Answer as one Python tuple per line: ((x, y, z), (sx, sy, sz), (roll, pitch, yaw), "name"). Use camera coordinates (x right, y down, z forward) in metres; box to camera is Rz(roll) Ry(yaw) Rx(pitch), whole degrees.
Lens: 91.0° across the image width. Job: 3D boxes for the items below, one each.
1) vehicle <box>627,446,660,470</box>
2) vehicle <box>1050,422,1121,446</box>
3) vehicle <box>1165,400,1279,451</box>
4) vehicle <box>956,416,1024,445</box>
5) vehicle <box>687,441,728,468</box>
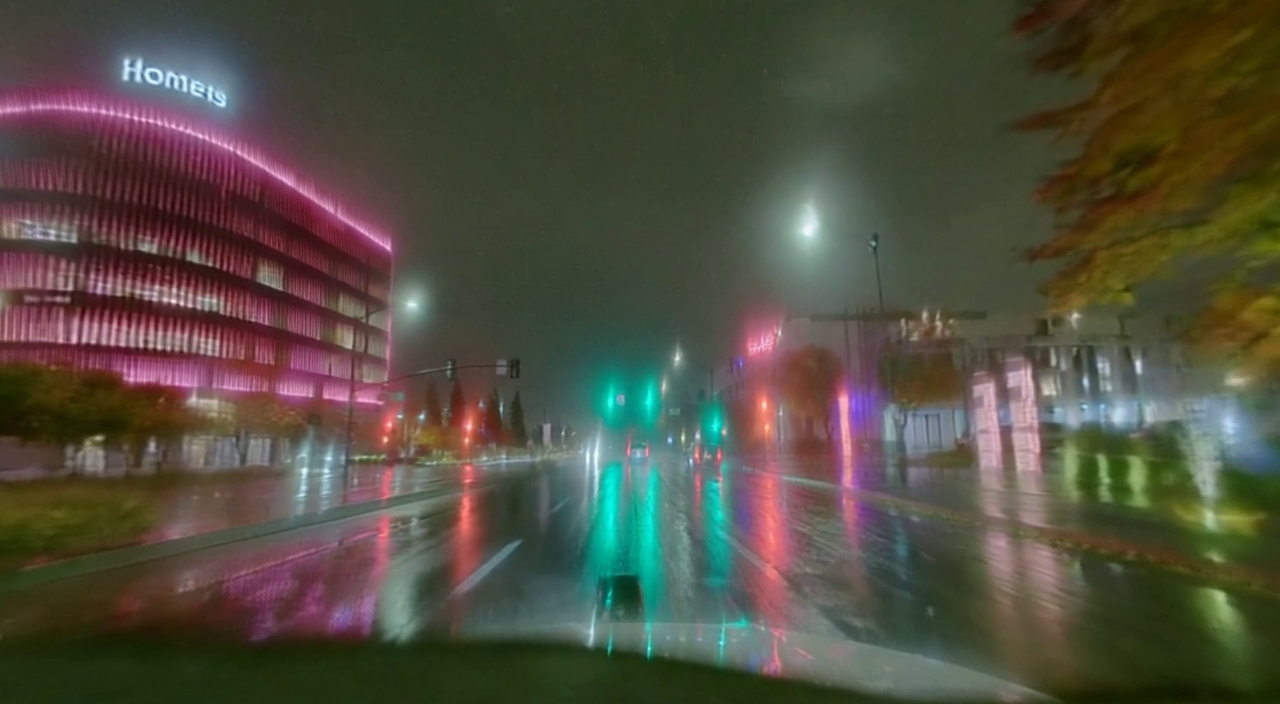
((0.202, 7.099, 42.233), (2.014, 1.525, 4.197), (1, -9, -2), "vehicle")
((30.447, 5.637, 43.165), (1.729, 1.507, 4.279), (-1, -9, 1), "vehicle")
((48.379, 5.733, 49.296), (11.341, 3.555, 3.053), (-2, -10, 1), "vehicle")
((23.440, 5.352, 42.431), (1.887, 1.635, 4.695), (1, -10, 0), "vehicle")
((4.566, 7.036, 43.395), (2.174, 1.749, 4.739), (1, -9, -2), "vehicle")
